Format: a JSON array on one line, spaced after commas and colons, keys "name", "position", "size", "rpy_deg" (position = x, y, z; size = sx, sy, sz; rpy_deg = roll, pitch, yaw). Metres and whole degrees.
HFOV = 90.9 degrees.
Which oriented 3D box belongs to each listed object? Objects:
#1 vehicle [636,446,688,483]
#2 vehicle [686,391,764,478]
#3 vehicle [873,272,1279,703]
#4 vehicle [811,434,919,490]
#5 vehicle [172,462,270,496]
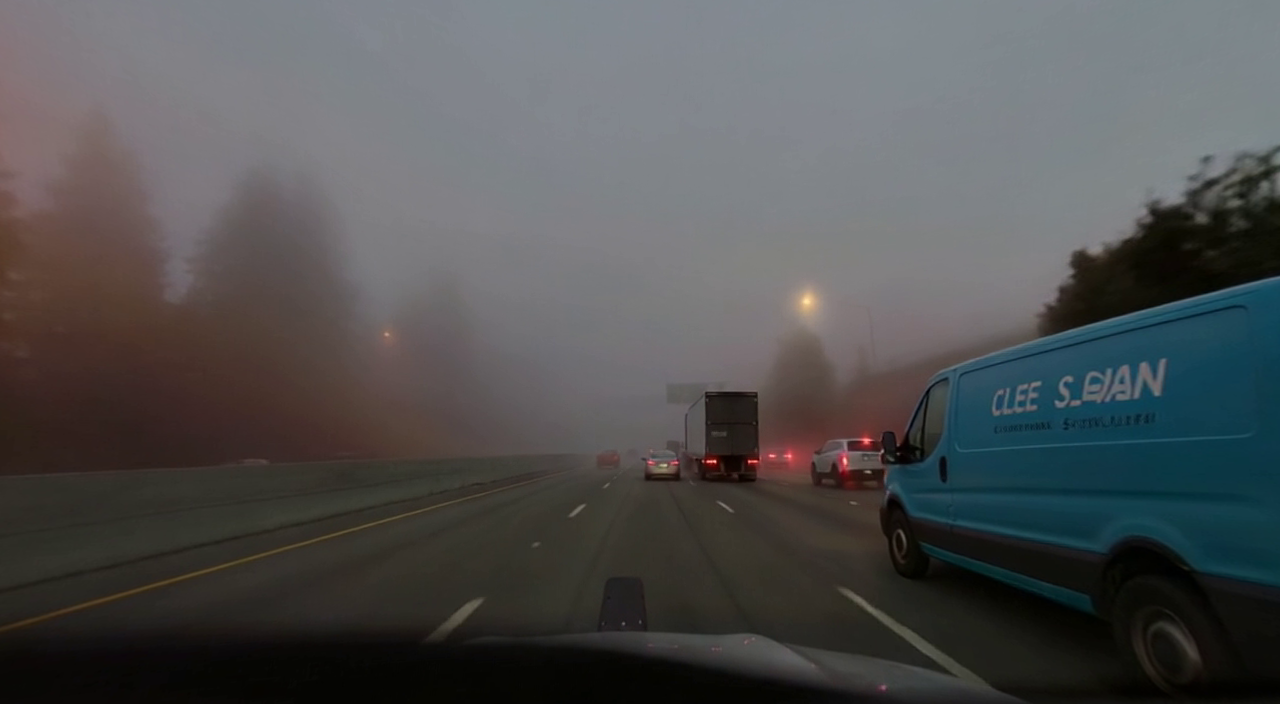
[{"name": "vehicle", "position": [0.870, 4.851, 27.474], "size": [2.063, 1.469, 4.208], "rpy_deg": [0, -9, -1]}, {"name": "vehicle", "position": [4.469, 4.820, 36.041], "size": [2.821, 4.077, 12.562], "rpy_deg": [0, -9, 1]}, {"name": "vehicle", "position": [3.789, 0.916, 3.970], "size": [2.441, 2.017, 5.739], "rpy_deg": [0, -9, 0]}, {"name": "vehicle", "position": [7.818, 3.868, 22.484], "size": [2.144, 1.769, 4.540], "rpy_deg": [0, -9, 0]}, {"name": "vehicle", "position": [-23.177, 7.018, 35.125], "size": [2.172, 1.608, 4.681], "rpy_deg": [0, -9, 1]}]
